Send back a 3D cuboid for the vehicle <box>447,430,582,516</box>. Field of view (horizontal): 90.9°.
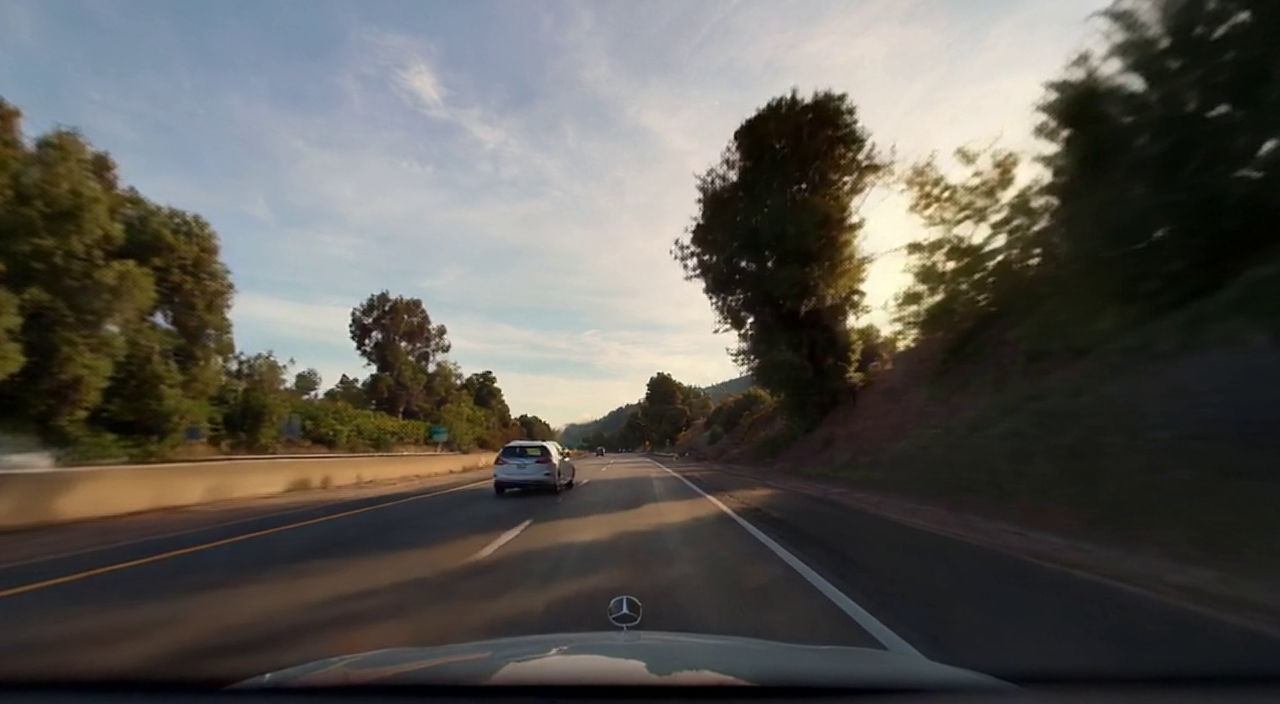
[{"bbox_3d":[-2.714,2.737,14.870,2.135,1.686,4.517,0,-8,2],"label":"vehicle"}]
